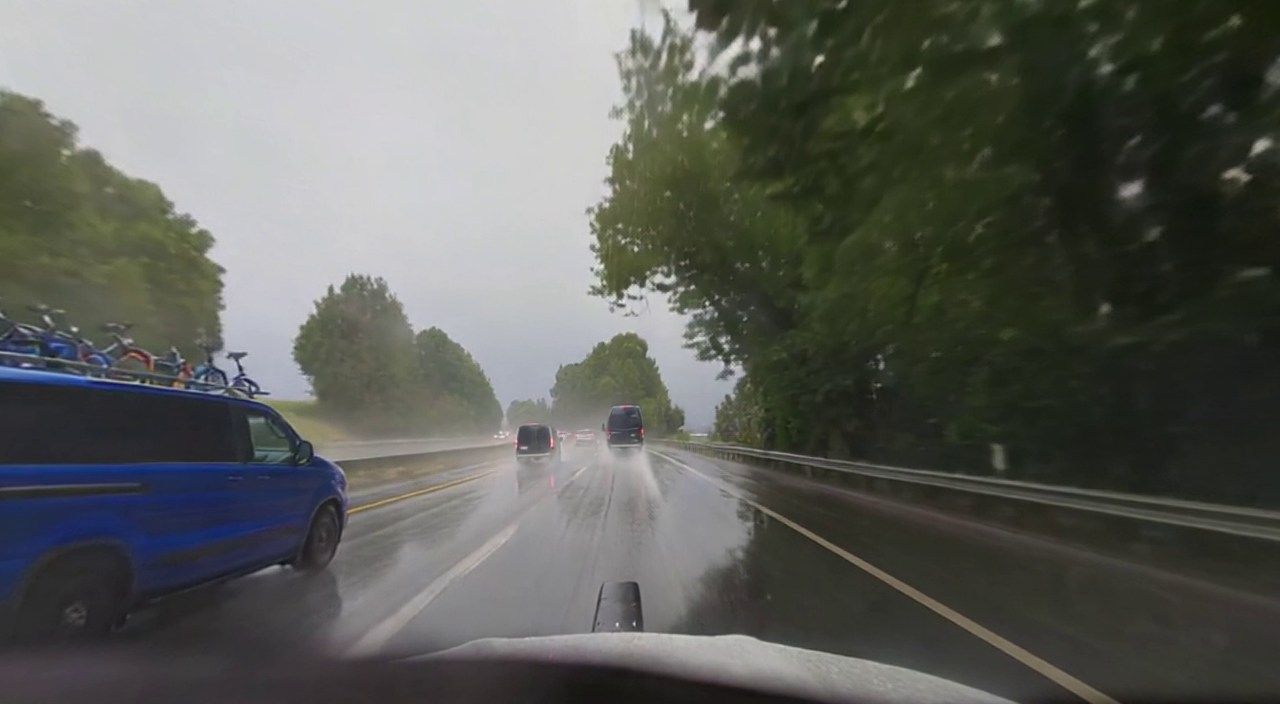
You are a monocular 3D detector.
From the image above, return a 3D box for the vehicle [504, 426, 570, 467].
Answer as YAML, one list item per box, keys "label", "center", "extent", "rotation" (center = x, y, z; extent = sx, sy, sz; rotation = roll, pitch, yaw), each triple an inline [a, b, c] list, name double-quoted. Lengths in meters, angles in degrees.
- label: "vehicle"
  center: [-4.333, 4.058, 27.236]
  extent: [2.110, 1.636, 4.453]
  rotation: [0, -8, -1]

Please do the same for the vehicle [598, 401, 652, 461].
- label: "vehicle"
  center: [-0.860, 4.313, 34.122]
  extent: [2.647, 2.896, 6.480]
  rotation: [0, -8, -2]

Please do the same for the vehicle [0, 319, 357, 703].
- label: "vehicle"
  center: [-3.696, 0.881, 3.570]
  extent: [2.069, 1.751, 4.720]
  rotation: [0, -8, -1]
